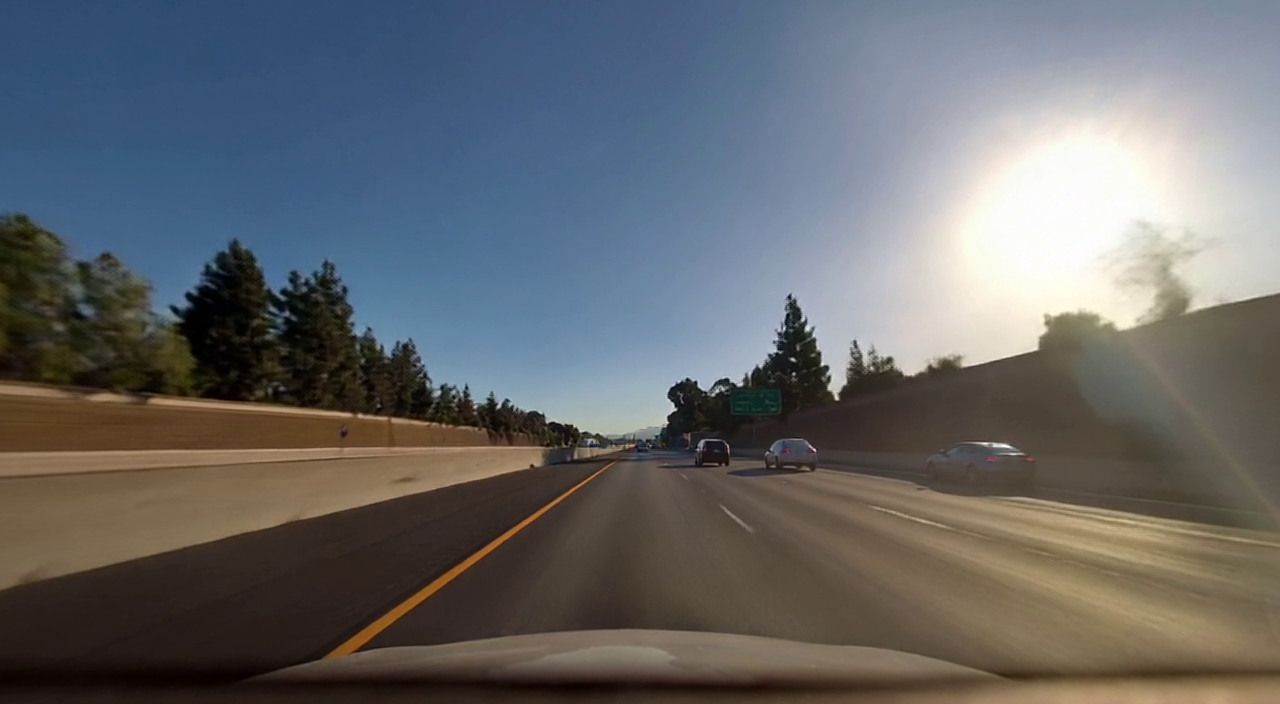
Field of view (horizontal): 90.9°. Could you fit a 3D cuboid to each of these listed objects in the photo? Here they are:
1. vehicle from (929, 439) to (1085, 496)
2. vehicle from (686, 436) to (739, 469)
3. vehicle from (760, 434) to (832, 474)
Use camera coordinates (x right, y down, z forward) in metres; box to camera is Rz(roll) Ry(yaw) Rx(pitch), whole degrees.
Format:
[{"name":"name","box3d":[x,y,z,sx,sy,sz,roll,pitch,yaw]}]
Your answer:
[{"name":"vehicle","box3d":[10.698,3.367,18.871,1.970,1.479,4.480,0,-8,0]},{"name":"vehicle","box3d":[3.824,5.392,33.928,2.326,1.644,4.206,0,-8,-1]},{"name":"vehicle","box3d":[7.238,4.795,29.833,2.178,1.749,4.570,0,-8,-1]}]
